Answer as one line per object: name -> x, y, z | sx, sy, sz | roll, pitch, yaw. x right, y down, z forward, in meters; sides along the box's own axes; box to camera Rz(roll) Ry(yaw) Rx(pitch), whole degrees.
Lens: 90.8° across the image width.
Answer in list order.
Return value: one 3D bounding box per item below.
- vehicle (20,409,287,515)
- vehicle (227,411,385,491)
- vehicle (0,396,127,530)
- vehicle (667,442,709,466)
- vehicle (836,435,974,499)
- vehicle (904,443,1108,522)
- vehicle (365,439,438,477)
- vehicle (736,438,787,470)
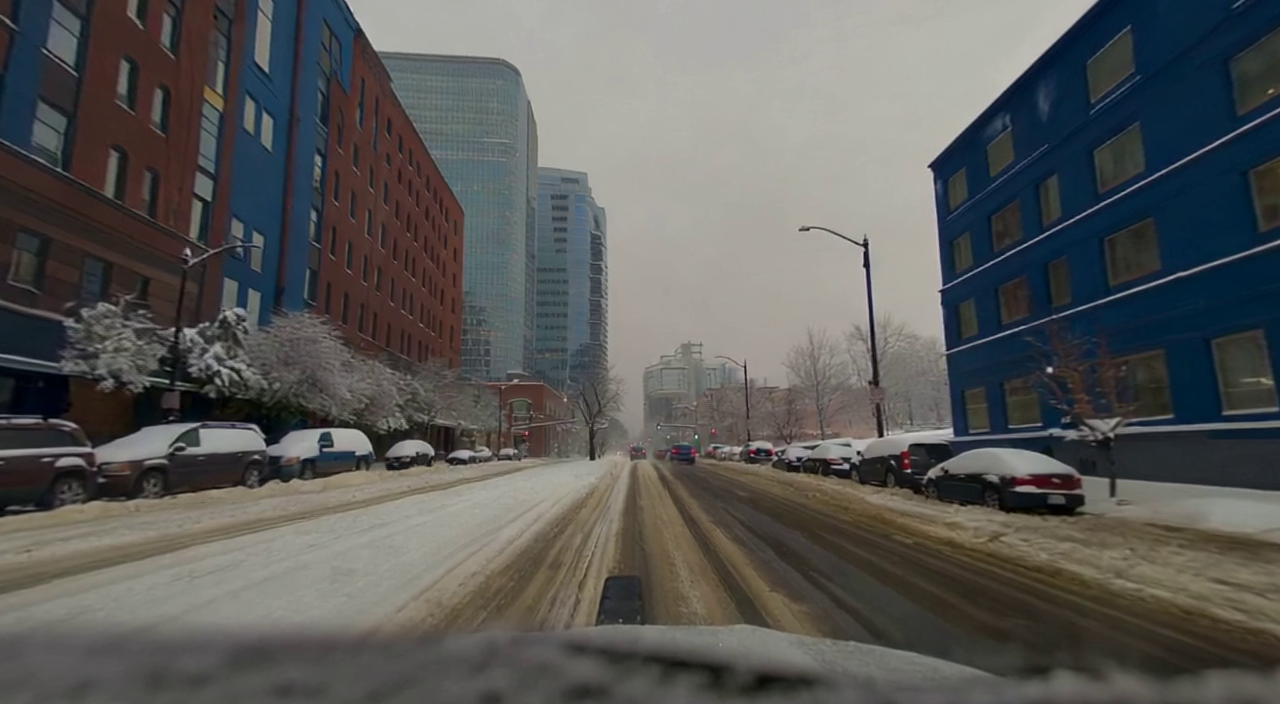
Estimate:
vehicle -> -14.789, 3.438, 20.134 | 2.719, 2.775, 6.724 | -1, -9, 5
vehicle -> -14.461, 4.382, 28.171 | 3.047, 3.098, 6.783 | 0, -9, 2
vehicle -> -14.599, 2.355, 13.349 | 2.557, 2.759, 5.693 | 0, -8, 0
vehicle -> 3.110, 6.768, 42.065 | 2.238, 1.499, 4.964 | 0, -8, -2
vehicle -> 7.952, 3.502, 19.570 | 2.174, 1.697, 4.520 | 0, -9, -2
vehicle -> 7.983, 2.861, 14.455 | 1.817, 1.467, 4.644 | -1, -9, -1
vehicle -> -14.303, 6.478, 38.269 | 2.330, 2.013, 5.310 | 0, -12, -1
vehicle -> 8.039, 6.818, 42.383 | 2.305, 1.984, 5.002 | -1, -9, -1
